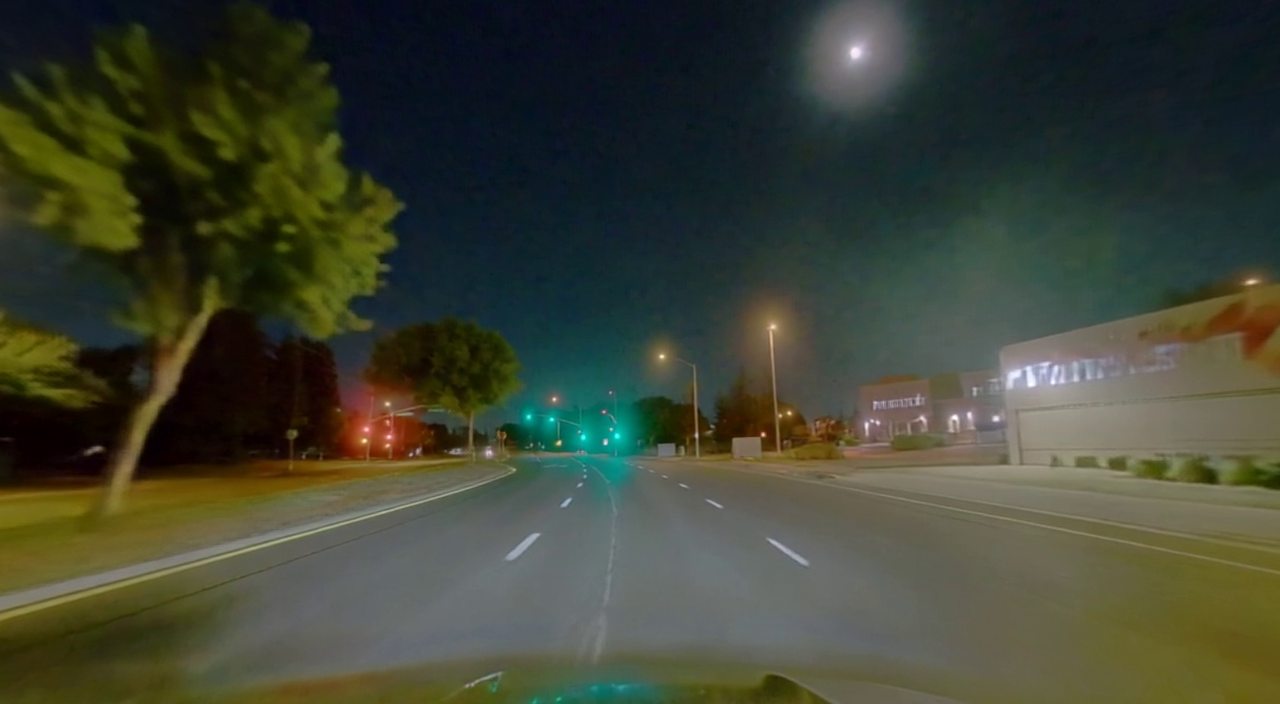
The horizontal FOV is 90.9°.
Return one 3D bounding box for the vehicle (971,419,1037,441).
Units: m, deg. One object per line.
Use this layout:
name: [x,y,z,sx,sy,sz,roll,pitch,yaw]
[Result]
vehicle: [26.560,5.722,46.152,1.808,1.485,4.467,1,-8,-6]
